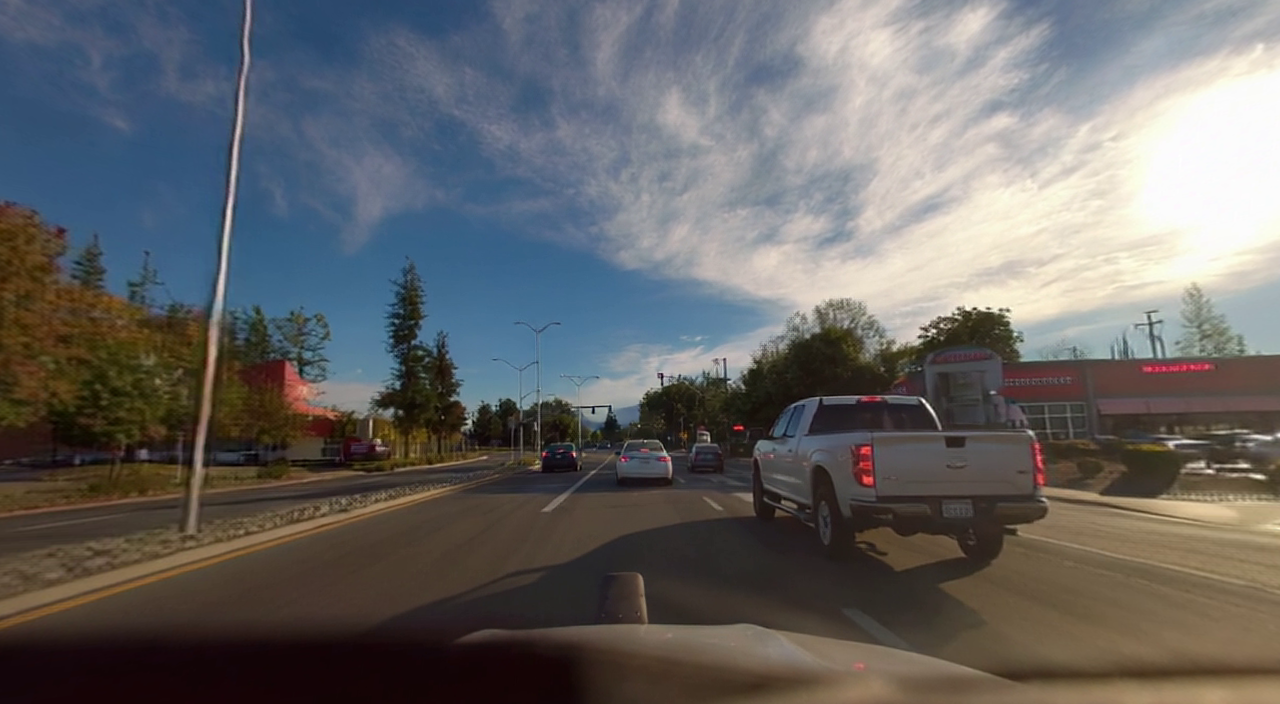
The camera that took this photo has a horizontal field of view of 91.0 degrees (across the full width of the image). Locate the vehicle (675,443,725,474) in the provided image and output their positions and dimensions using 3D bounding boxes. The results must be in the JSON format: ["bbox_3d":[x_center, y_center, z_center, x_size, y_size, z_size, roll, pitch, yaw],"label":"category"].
[{"bbox_3d":[2.943,5.323,31.733,1.970,1.464,4.249,0,-9,-2],"label":"vehicle"}]

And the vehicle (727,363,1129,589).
[{"bbox_3d":[3.125,1.606,8.993,2.731,2.101,6.047,0,-8,-2],"label":"vehicle"}]

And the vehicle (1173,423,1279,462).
[{"bbox_3d":[28.851,4.395,30.584,3.992,1.669,1.803,-3,-9,4],"label":"vehicle"}]

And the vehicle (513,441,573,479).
[{"bbox_3d":[-4.057,4.603,27.021,1.960,1.475,4.161,0,-8,0],"label":"vehicle"}]

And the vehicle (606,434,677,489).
[{"bbox_3d":[-0.001,3.605,21.058,2.145,1.650,4.021,0,-8,-2],"label":"vehicle"}]
